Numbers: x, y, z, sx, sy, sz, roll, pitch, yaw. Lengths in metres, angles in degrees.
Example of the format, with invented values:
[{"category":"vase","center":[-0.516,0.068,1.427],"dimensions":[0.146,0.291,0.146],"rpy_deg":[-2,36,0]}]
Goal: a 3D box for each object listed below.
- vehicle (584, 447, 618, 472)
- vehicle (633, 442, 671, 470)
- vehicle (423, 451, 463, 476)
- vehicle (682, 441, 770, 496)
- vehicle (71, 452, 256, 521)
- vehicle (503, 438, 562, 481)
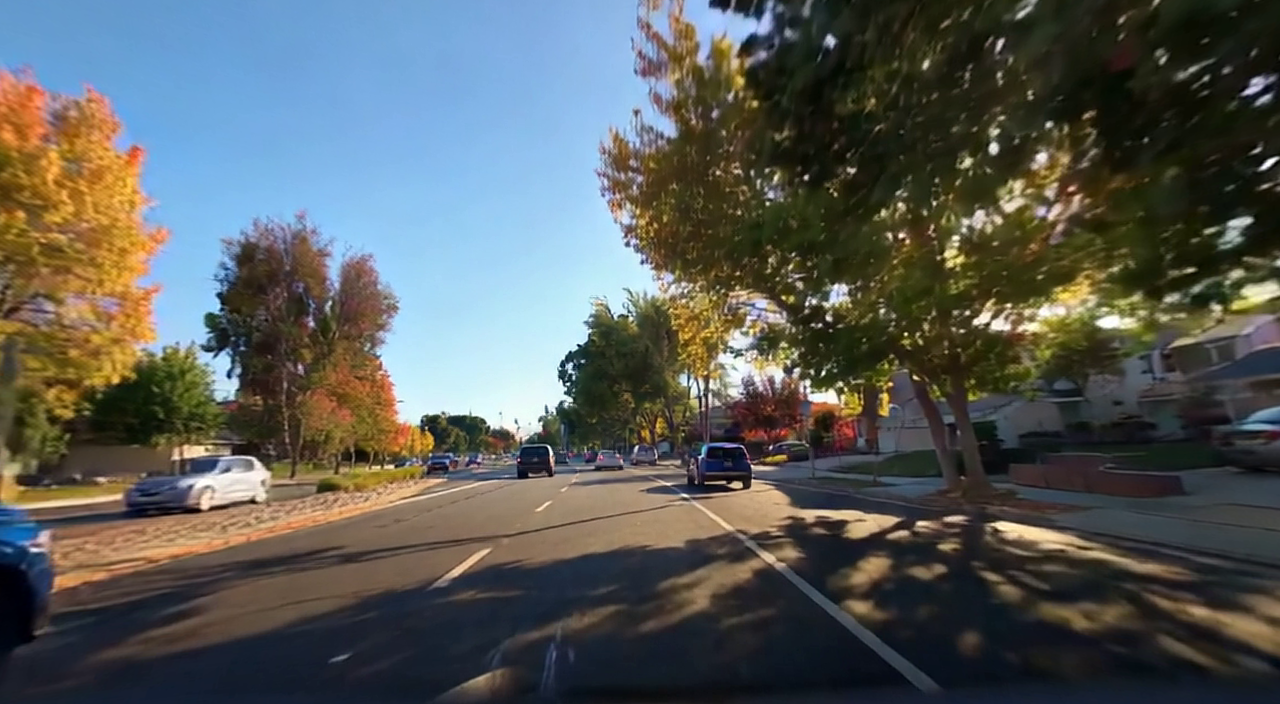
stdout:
[{"category":"vehicle","center":[-2.531,6.809,40.237],"dimensions":[2.030,1.477,4.330],"rpy_deg":[1,-8,-6]},{"category":"vehicle","center":[0.756,7.147,43.688],"dimensions":[2.099,1.845,4.363],"rpy_deg":[1,-8,-6]},{"category":"vehicle","center":[-14.830,8.375,47.703],"dimensions":[2.017,1.691,4.351],"rpy_deg":[1,-8,-6]},{"category":"vehicle","center":[2.492,3.488,19.388],"dimensions":[1.884,1.463,4.195],"rpy_deg":[1,-8,-4]},{"category":"vehicle","center":[-12.889,3.613,17.512],"dimensions":[1.867,1.609,4.175],"rpy_deg":[0,-8,-1]},{"category":"vehicle","center":[-4.922,4.959,29.518],"dimensions":[2.218,1.829,4.492],"rpy_deg":[1,-8,-4]}]
